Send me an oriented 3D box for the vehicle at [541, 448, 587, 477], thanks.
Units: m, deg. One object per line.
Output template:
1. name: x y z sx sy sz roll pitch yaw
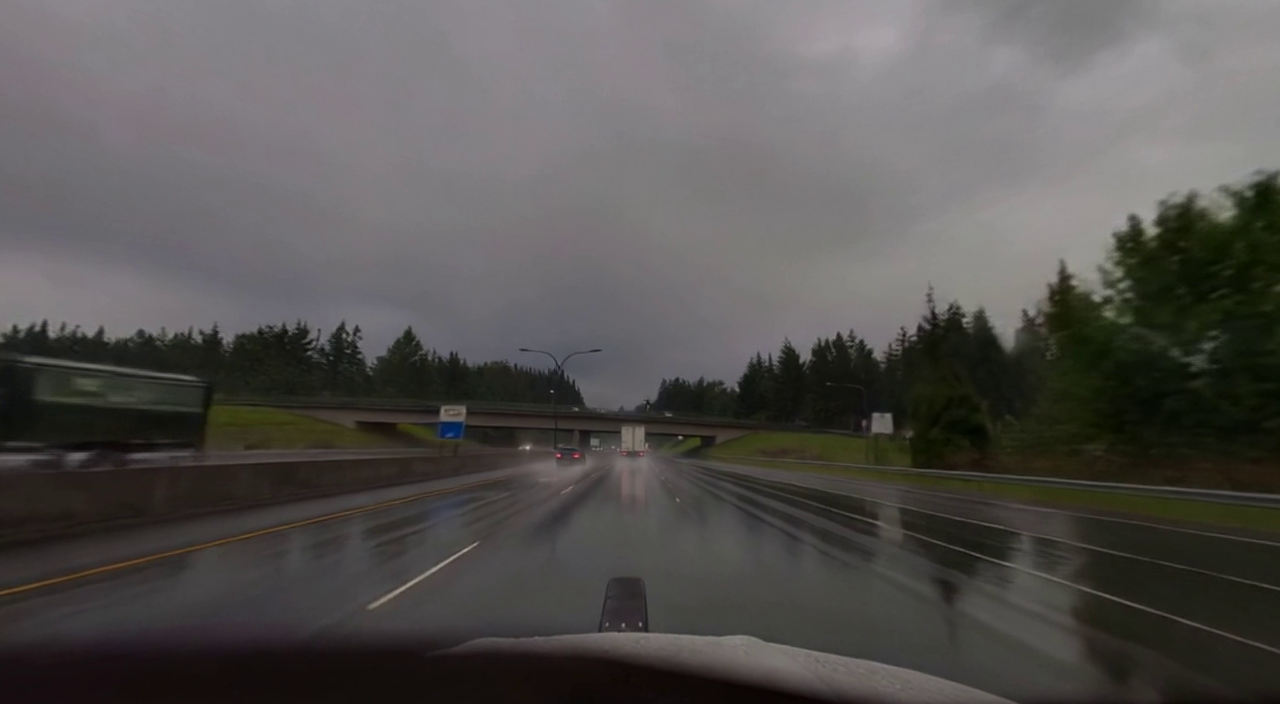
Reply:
1. vehicle: -4.201 6.210 35.645 2.042 1.526 4.516 0 -9 0

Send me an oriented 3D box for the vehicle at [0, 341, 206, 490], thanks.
1. vehicle: -16.714 1.938 17.718 2.946 3.523 8.294 0 -9 0
